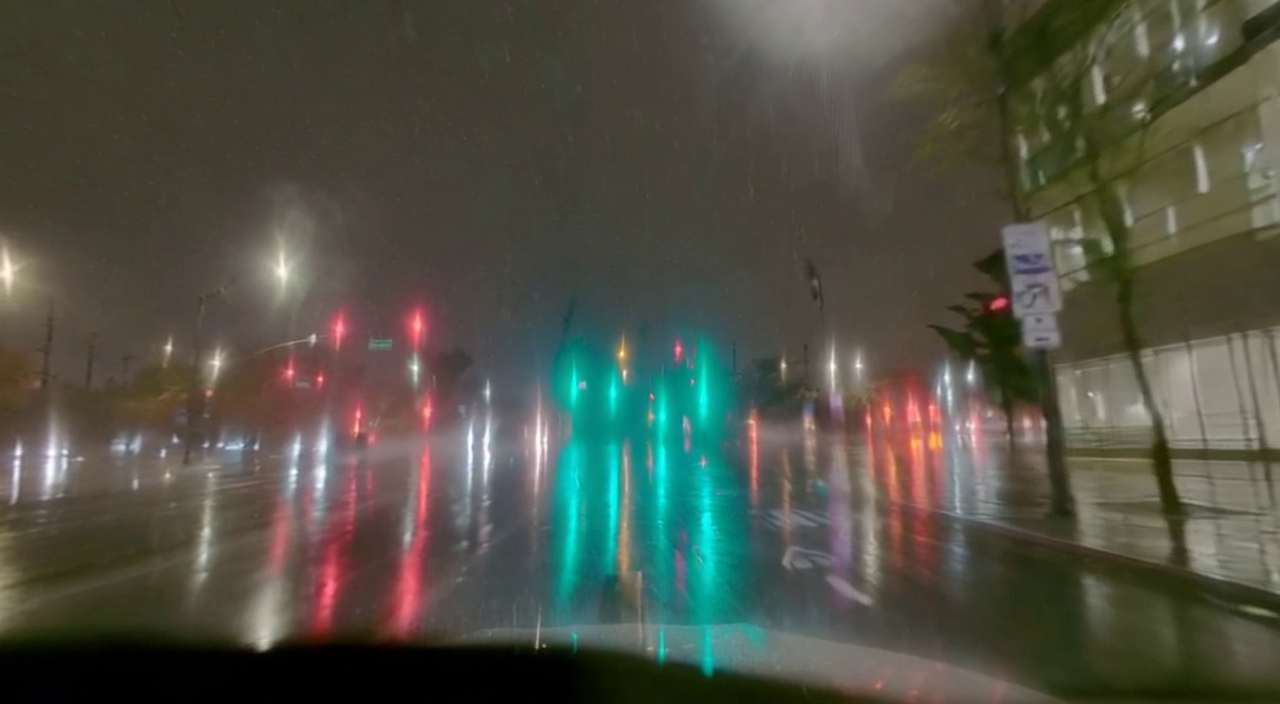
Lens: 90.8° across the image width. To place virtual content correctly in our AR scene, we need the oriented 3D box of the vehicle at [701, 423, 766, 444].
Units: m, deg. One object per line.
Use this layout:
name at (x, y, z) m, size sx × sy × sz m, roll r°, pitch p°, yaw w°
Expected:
vehicle at (7.260, 6.354, 49.105) m, size 4.572 × 1.599 × 1.938 m, roll 2°, pitch -8°, yaw -14°

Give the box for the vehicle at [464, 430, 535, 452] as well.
vehicle at (-9.904, 6.321, 44.850) m, size 1.912 × 1.500 × 4.577 m, roll -8°, pitch -11°, yaw 43°

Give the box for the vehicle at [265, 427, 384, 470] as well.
vehicle at (-12.852, 3.955, 26.117) m, size 2.111 × 1.598 × 4.359 m, roll -2°, pitch -8°, yaw 11°
